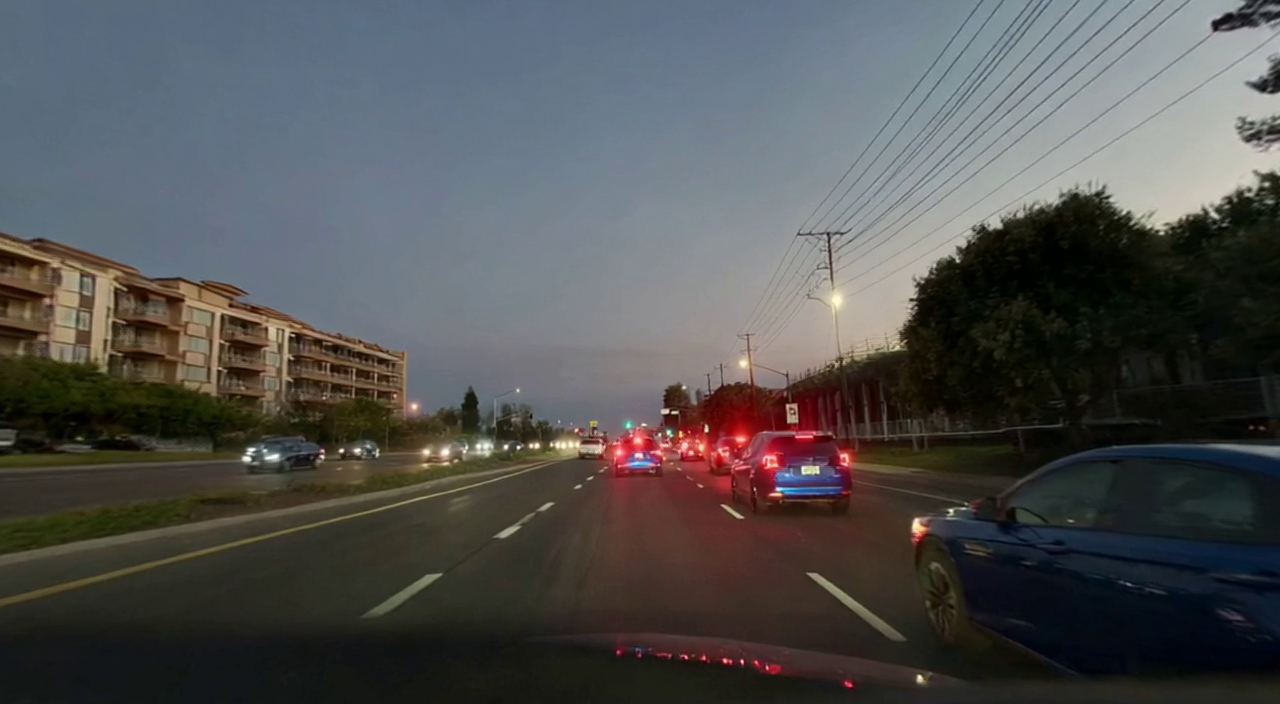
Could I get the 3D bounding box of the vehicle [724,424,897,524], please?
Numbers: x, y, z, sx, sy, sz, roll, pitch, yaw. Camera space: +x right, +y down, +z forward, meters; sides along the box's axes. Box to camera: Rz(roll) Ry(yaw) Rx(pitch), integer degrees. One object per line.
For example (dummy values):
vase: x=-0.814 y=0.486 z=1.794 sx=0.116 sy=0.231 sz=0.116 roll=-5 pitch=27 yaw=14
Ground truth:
vehicle: x=3.188 y=2.402 z=13.055 sx=2.123 sy=1.657 sz=4.719 roll=0 pitch=-8 yaw=-2

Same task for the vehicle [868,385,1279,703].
vehicle: x=3.022 y=1.033 z=3.175 sx=2.065 sy=1.489 sz=4.417 roll=0 pitch=-8 yaw=-1

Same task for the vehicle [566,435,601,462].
vehicle: x=-3.991 y=6.931 z=45.381 sx=2.104 sy=1.773 sz=4.338 roll=0 pitch=-8 yaw=1

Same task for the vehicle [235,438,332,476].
vehicle: x=-16.810 y=4.960 z=30.091 sx=1.944 sy=1.624 sz=4.561 roll=0 pitch=-8 yaw=0

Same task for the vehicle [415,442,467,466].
vehicle: x=-13.128 y=6.729 z=41.903 sx=1.932 sy=1.455 sz=4.485 roll=0 pitch=-8 yaw=1

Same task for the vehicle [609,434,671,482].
vehicle: x=0.011 y=3.842 z=23.153 sx=2.073 sy=1.606 sz=3.933 roll=0 pitch=-8 yaw=0

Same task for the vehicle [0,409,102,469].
vehicle: x=-44.176 y=5.910 z=43.154 sx=11.033 sy=3.961 sz=3.142 roll=1 pitch=-8 yaw=-7

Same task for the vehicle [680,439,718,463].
vehicle: x=3.863 y=6.537 z=41.912 sx=2.054 sy=1.461 sz=4.321 roll=0 pitch=-8 yaw=0
